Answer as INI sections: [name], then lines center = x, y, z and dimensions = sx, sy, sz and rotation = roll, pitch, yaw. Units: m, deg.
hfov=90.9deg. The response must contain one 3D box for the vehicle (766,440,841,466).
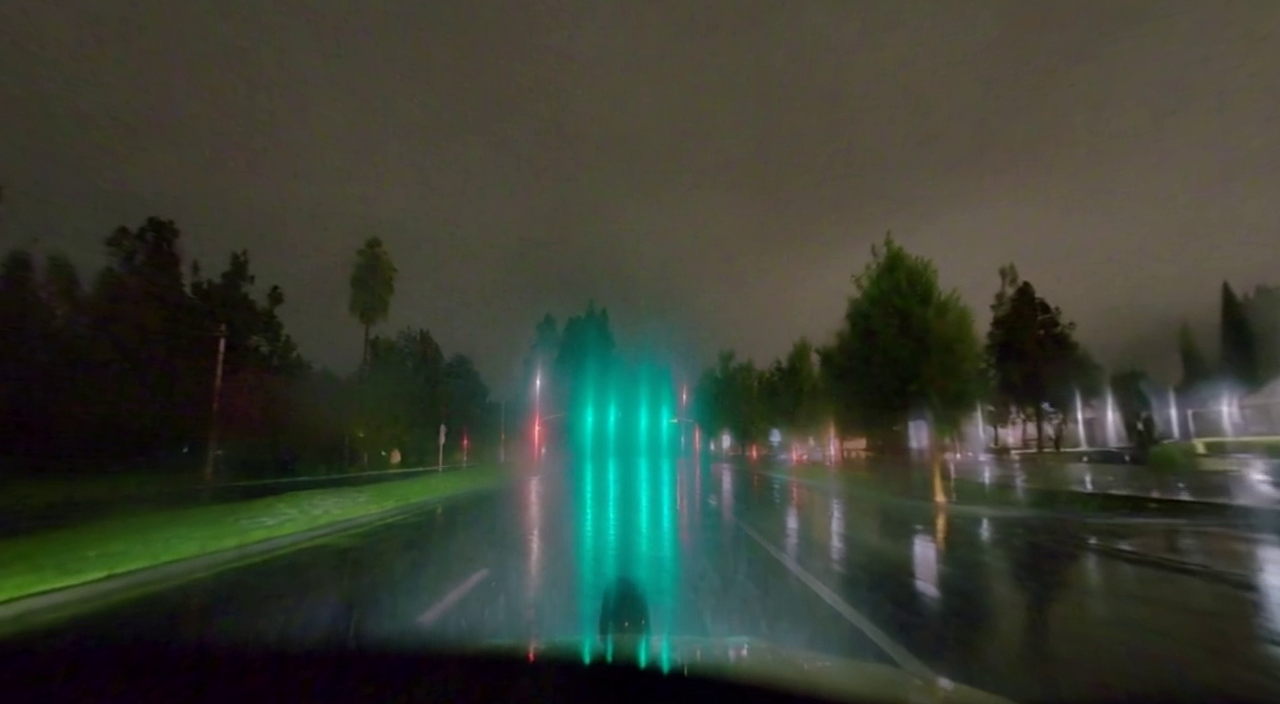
[vehicle]
center = 11.638, 7.232, 45.115
dimensions = 4.721, 1.796, 2.413
rotation = 0, -8, 0
